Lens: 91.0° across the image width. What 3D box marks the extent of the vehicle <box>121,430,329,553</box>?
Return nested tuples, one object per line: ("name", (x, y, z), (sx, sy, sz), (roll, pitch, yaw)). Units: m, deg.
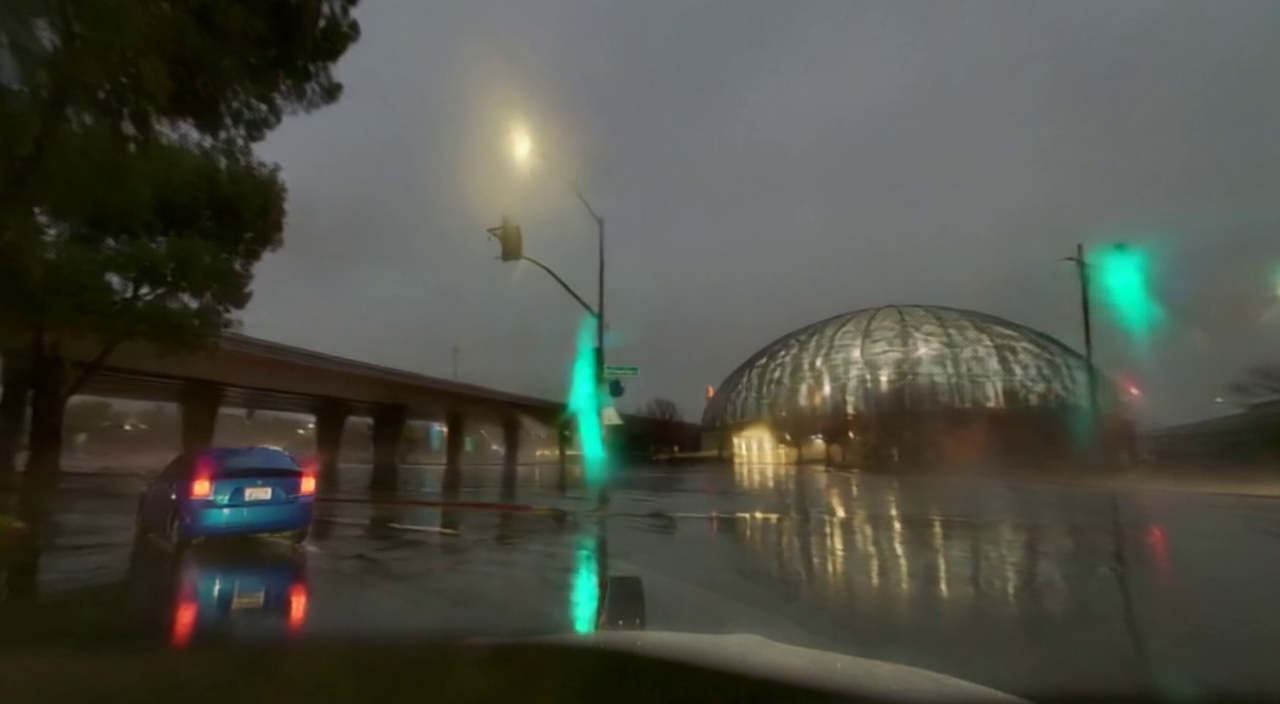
("vehicle", (-6.876, 2.132, 10.306), (1.976, 1.584, 3.772), (9, -12, -44))
